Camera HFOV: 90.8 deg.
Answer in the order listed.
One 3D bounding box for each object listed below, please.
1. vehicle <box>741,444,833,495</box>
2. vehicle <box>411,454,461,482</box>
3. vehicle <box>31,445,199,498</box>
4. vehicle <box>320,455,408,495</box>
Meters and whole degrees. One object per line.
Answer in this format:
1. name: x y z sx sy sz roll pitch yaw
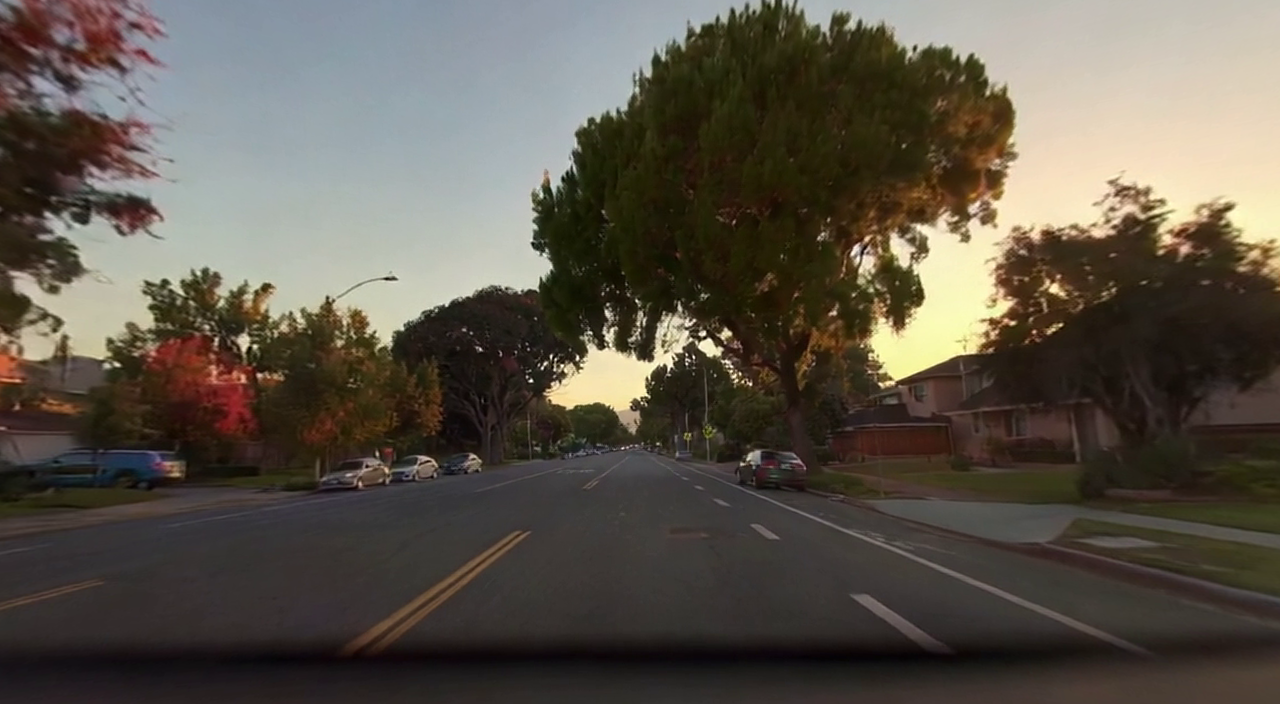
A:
1. vehicle: 4.700 3.815 20.945 1.925 1.482 4.746 0 -8 0
2. vehicle: -12.660 7.193 39.478 1.775 1.516 4.304 -3 -8 -1
3. vehicle: -19.959 4.514 24.204 4.461 1.886 2.072 0 -8 -1
4. vehicle: -12.311 5.495 28.529 1.940 1.452 4.485 -3 -9 0
